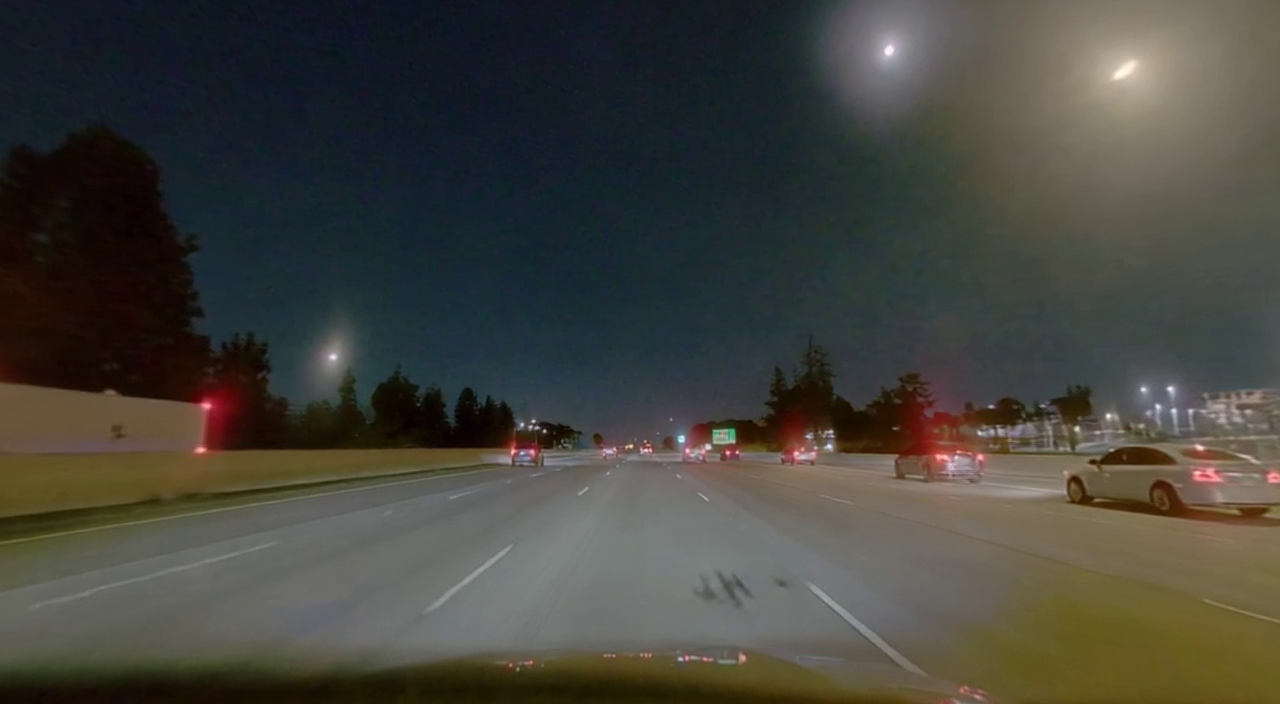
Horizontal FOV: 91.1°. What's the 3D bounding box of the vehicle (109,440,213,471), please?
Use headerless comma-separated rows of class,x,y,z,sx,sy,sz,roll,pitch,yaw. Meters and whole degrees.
vehicle,-24.521,5.285,32.350,1.821,1.455,4.380,0,-9,1

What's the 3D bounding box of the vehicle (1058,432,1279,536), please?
vehicle,10.199,2.244,11.312,1.979,1.467,4.839,0,-9,0

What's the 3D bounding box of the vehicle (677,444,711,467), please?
vehicle,3.648,7.057,42.892,1.950,1.453,3.378,0,-9,-1

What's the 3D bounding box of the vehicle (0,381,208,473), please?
vehicle,-28.882,3.956,31.803,2.859,3.925,15.495,0,-9,0

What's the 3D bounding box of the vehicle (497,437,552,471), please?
vehicle,-6.337,5.647,34.868,2.091,1.746,4.437,0,-9,1
